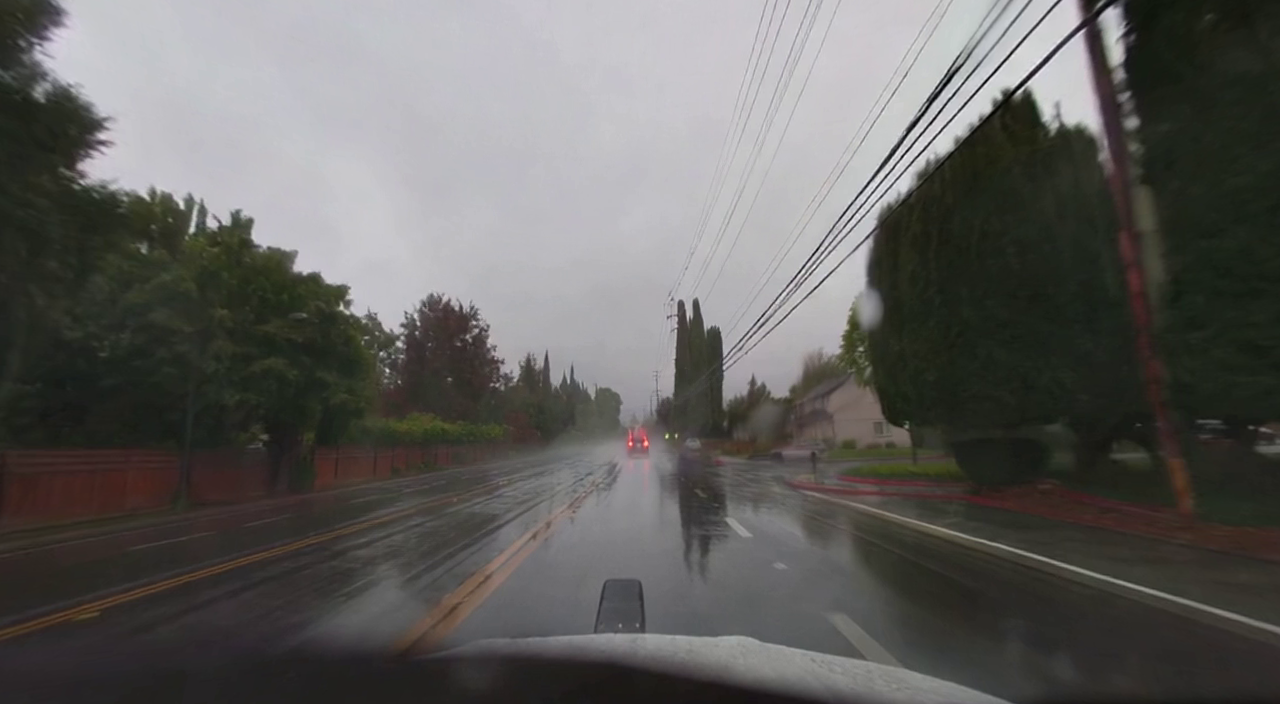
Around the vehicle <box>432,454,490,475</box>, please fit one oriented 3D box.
[{"bbox_3d":[-12.168,7.674,43.213,2.530,1.265,4.495,-1,-8,2],"label":"vehicle"}]

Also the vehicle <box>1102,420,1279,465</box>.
[{"bbox_3d":[23.927,3.962,27.548,5.449,1.883,2.354,0,-8,1],"label":"vehicle"}]

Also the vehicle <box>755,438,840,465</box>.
[{"bbox_3d":[8.773,5.595,35.403,4.487,1.461,1.874,-1,-9,9],"label":"vehicle"}]
